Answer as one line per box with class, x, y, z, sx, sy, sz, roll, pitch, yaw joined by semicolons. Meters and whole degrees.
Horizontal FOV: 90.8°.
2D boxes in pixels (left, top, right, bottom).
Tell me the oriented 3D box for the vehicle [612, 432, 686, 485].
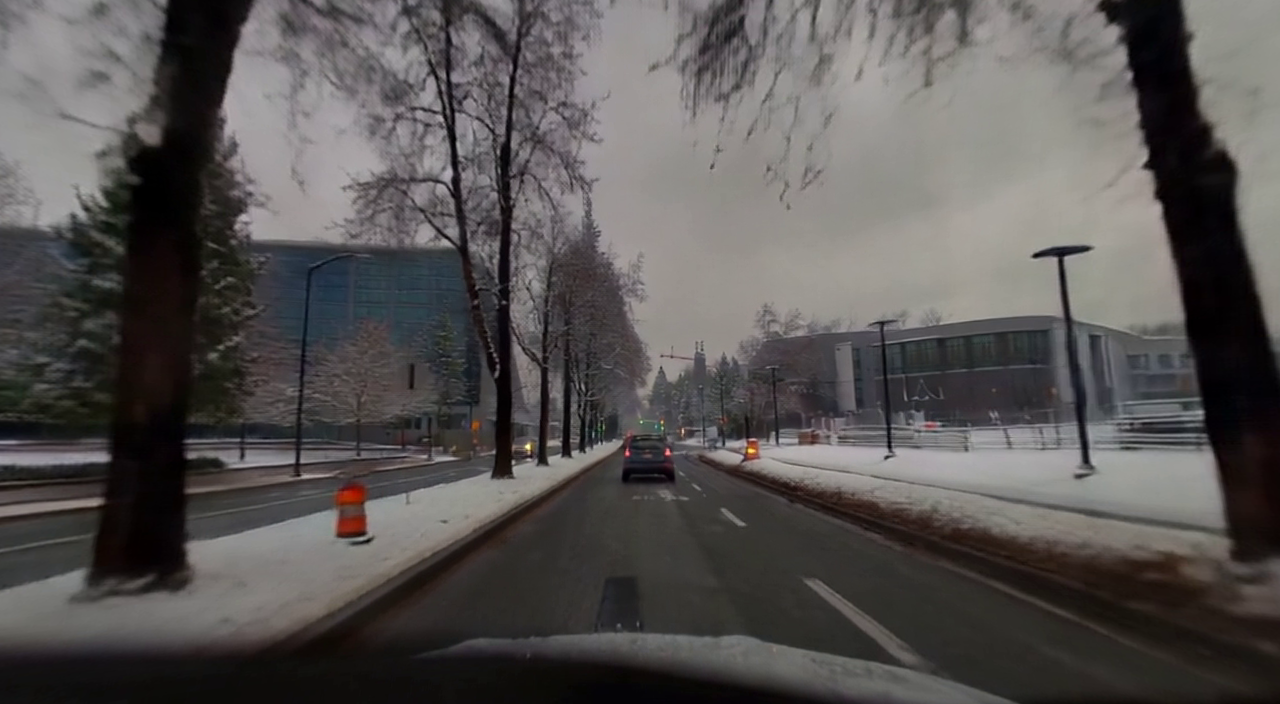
vehicle;0.271;3.384;20.364;2.114;1.493;4.430;0;-8;1
